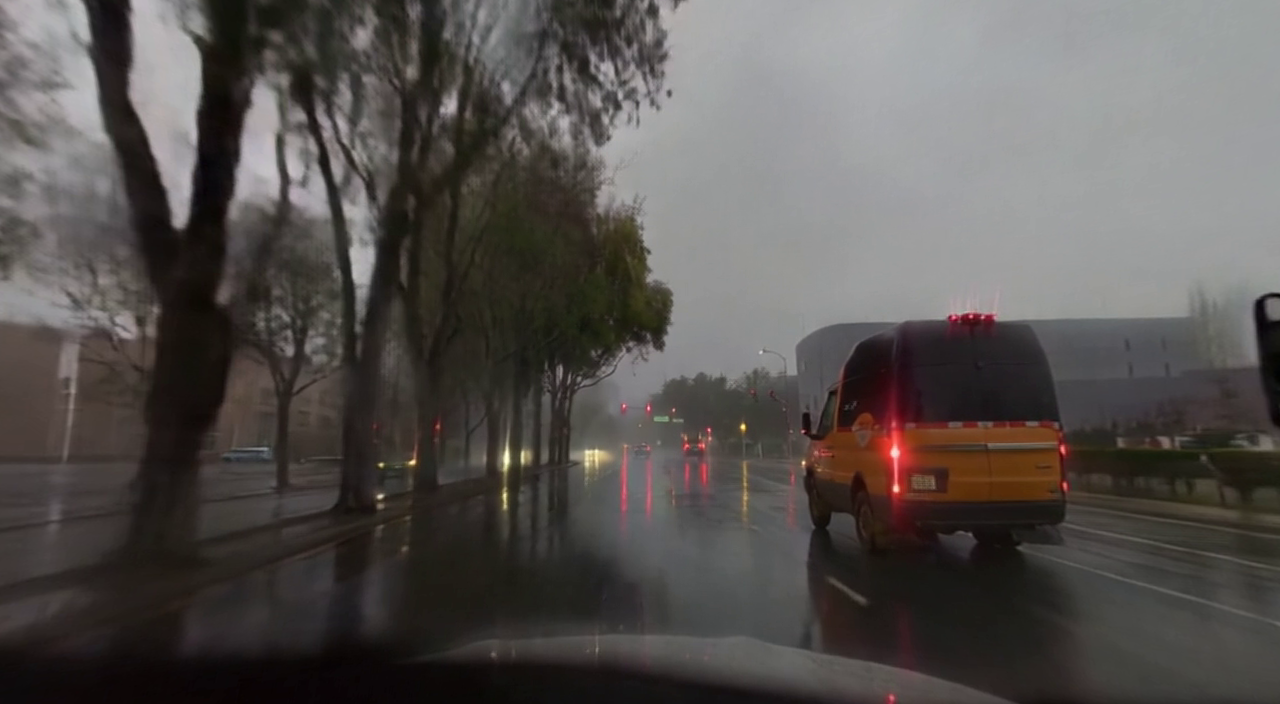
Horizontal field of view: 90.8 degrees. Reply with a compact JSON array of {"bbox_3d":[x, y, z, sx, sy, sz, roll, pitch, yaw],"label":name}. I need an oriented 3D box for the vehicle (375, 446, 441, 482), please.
[{"bbox_3d":[-13.652,6.568,37.499,2.140,1.961,4.641,0,-9,1],"label":"vehicle"}]

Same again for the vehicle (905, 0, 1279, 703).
[{"bbox_3d":[3.804,-0.242,0.376,2.731,3.407,10.262,0,-9,-1],"label":"vehicle"}]

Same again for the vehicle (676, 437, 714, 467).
[{"bbox_3d":[3.731,6.899,43.724,2.099,1.936,4.575,0,-9,-1],"label":"vehicle"}]
